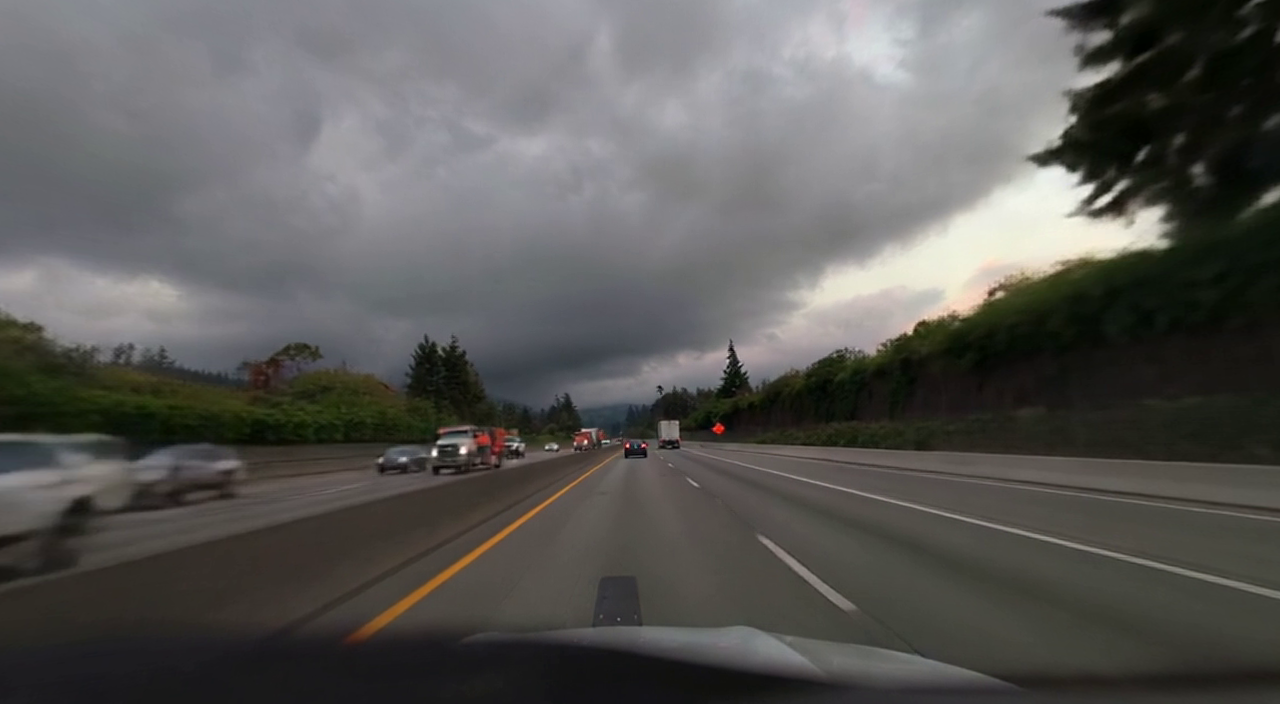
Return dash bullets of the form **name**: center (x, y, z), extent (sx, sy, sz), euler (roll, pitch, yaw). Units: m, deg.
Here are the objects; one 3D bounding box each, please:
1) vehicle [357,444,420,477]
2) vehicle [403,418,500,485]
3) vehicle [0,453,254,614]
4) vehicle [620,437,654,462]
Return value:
- **vehicle**: center (-13.612, 5.870, 34.222), extent (1.889, 1.606, 3.758), euler (-1, -8, 0)
- **vehicle**: center (-8.079, 4.331, 27.711), extent (2.453, 2.460, 6.190), euler (-3, -8, -1)
- **vehicle**: center (-8.096, 2.016, 7.031), extent (2.765, 1.562, 7.080), euler (0, -8, 3)
- **vehicle**: center (-0.221, 6.195, 39.857), extent (2.004, 1.472, 4.075), euler (0, -8, -1)
